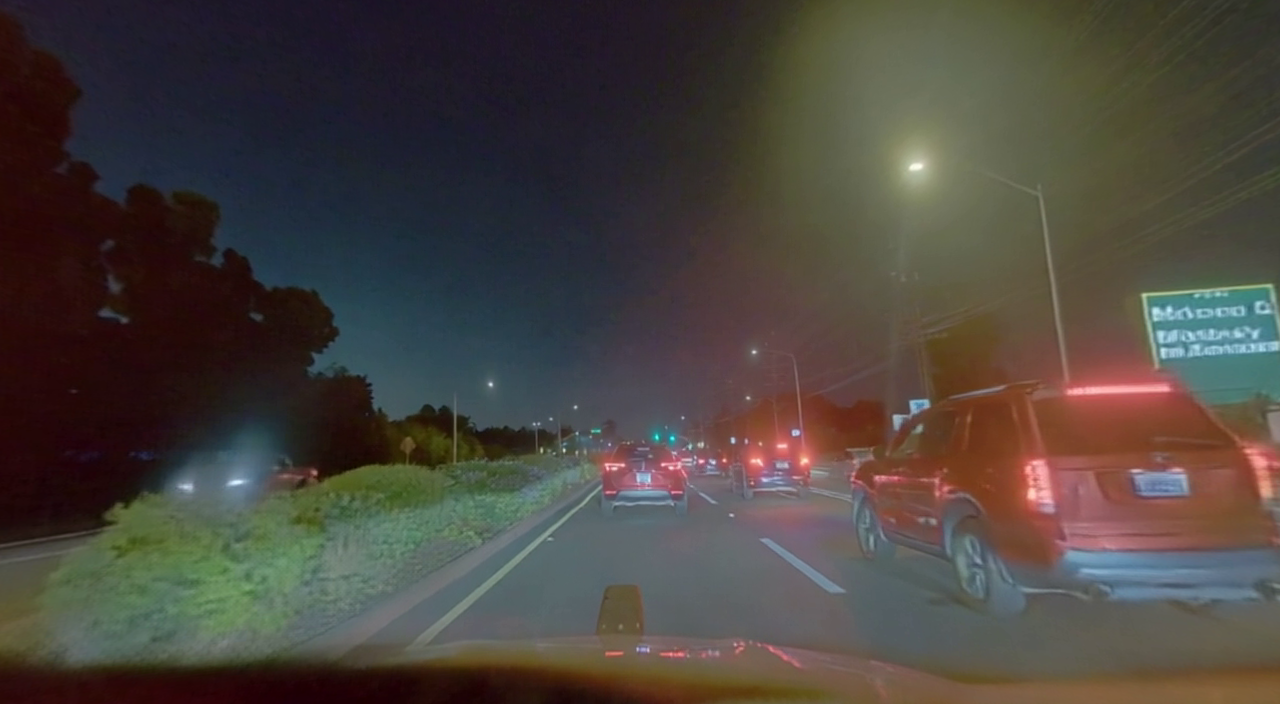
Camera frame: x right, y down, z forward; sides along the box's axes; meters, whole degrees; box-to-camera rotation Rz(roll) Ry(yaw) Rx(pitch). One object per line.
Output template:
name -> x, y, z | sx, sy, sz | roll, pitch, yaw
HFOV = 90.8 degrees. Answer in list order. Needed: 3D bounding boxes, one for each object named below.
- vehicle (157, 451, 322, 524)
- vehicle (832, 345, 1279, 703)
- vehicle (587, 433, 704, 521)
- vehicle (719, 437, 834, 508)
vehicle -> -12.409, 4.158, 20.118 | 2.107, 1.931, 5.015 | 0, -8, -2
vehicle -> 3.397, 1.200, 5.302 | 2.097, 1.818, 4.625 | 0, -8, 0
vehicle -> 0.088, 2.677, 14.102 | 2.199, 1.641, 4.232 | 0, -8, -1
vehicle -> 3.348, 3.049, 16.431 | 2.064, 1.591, 4.081 | 0, -8, 0
